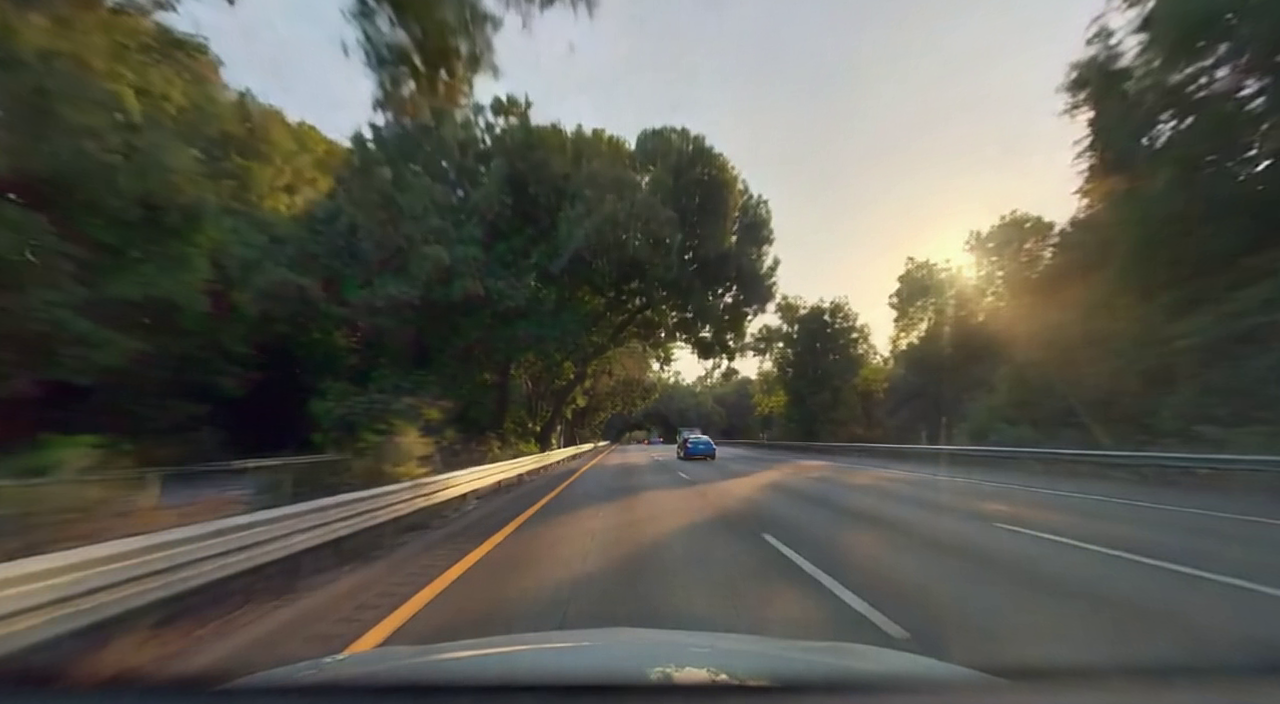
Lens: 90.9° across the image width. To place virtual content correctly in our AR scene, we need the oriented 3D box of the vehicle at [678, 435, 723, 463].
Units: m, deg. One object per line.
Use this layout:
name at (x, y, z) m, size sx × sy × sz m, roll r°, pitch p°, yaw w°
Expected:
vehicle at (3.335, 5.411, 35.416) m, size 2.017 × 1.502 × 4.369 m, roll 0°, pitch -8°, yaw -1°
